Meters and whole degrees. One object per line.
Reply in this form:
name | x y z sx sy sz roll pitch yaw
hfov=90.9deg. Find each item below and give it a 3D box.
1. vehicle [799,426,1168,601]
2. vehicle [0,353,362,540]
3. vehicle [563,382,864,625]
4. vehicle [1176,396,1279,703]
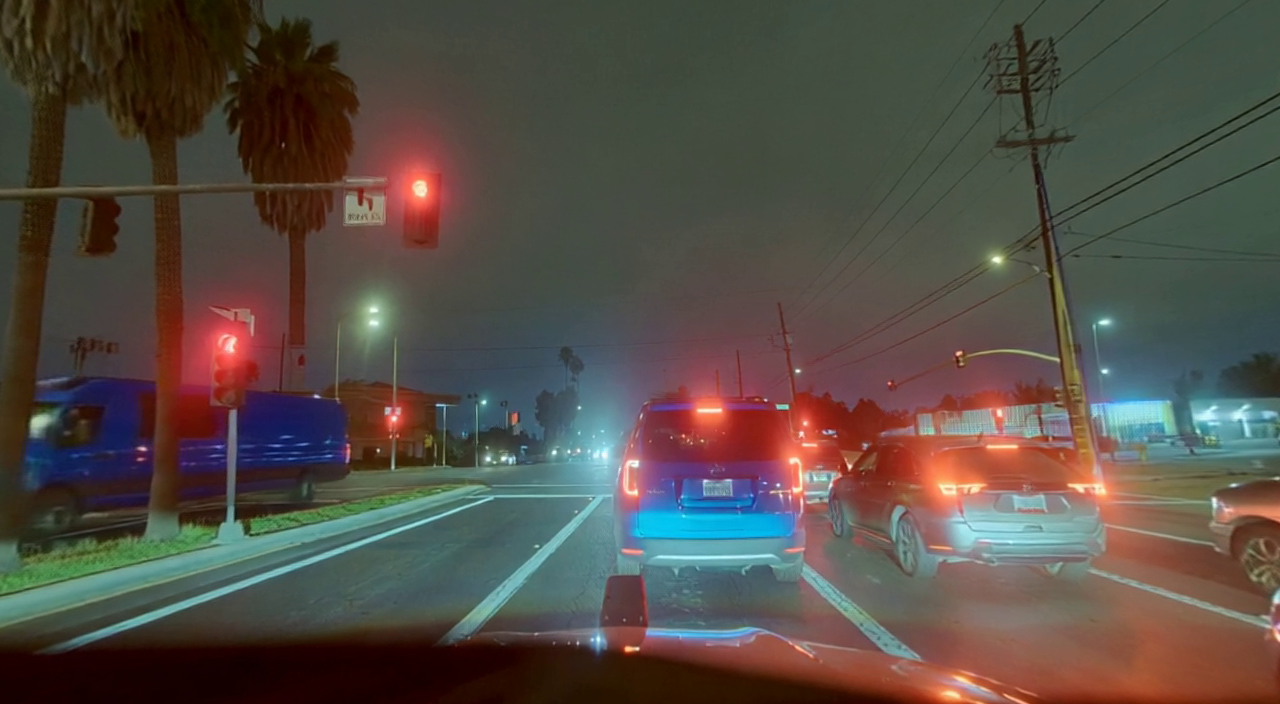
vehicle | 3.448 1.686 7.504 1.895 1.456 4.255 0 -9 -2
vehicle | -13.413 2.832 19.095 2.973 3.889 11.535 -2 -9 10
vehicle | 0.470 1.438 6.883 2.228 1.780 4.269 0 -9 -2
vehicle | 3.366 0.648 0.660 1.805 1.485 4.348 0 -9 1
